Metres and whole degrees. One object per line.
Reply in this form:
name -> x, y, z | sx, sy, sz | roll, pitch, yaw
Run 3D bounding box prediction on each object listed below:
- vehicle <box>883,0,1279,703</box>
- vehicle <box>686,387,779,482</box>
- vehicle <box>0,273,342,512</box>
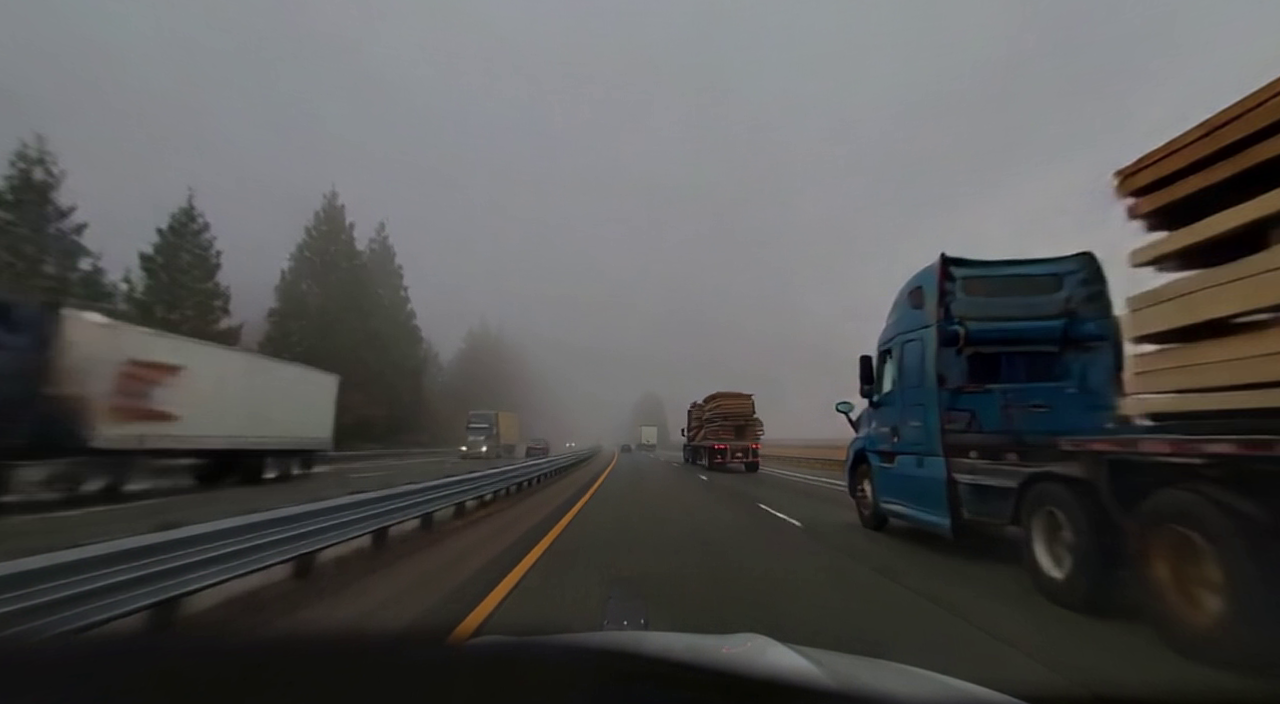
vehicle -> 4.817, -0.486, 0.964 | 3.024, 4.065, 13.796 | -1, -7, -2
vehicle -> 4.536, 4.667, 35.194 | 3.023, 4.054, 16.882 | 0, -8, 1
vehicle -> -12.227, 1.492, 15.842 | 2.918, 3.962, 13.528 | 0, -9, -1
